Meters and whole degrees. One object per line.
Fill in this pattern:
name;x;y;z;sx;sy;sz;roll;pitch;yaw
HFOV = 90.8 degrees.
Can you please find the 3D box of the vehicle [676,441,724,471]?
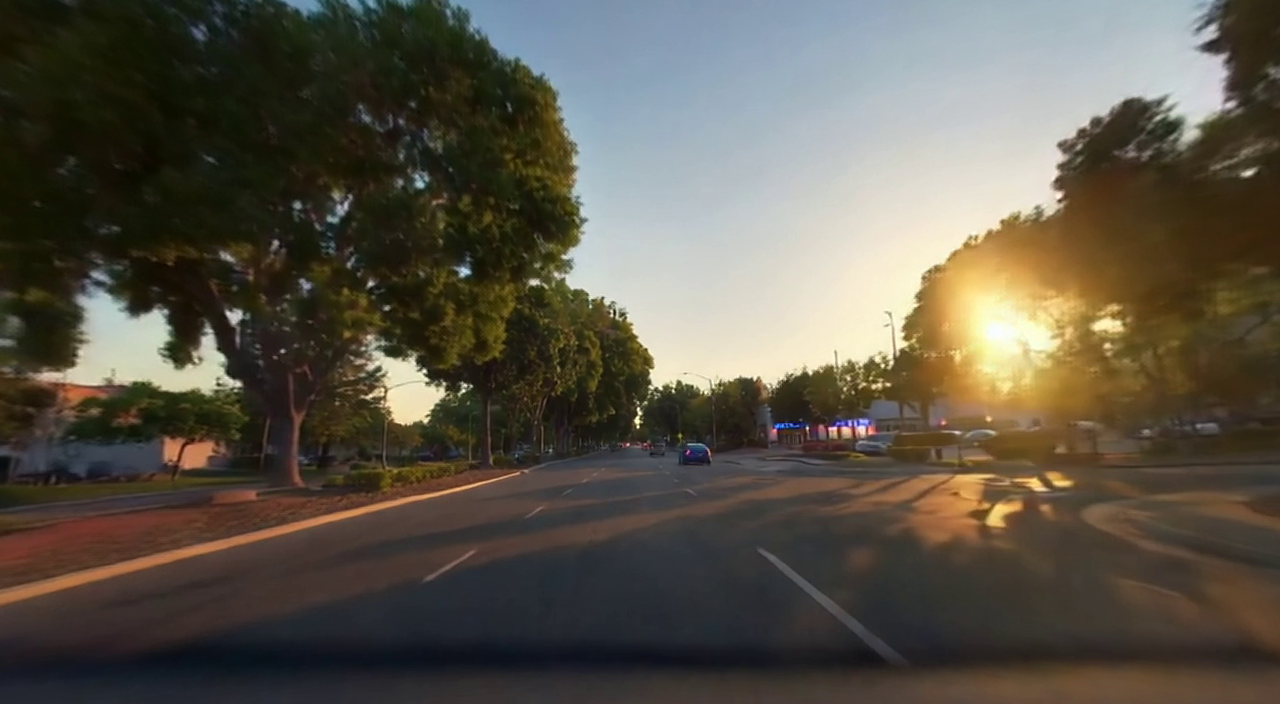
vehicle;3.195;5.670;34.693;2.033;1.482;4.571;0;-8;-2
